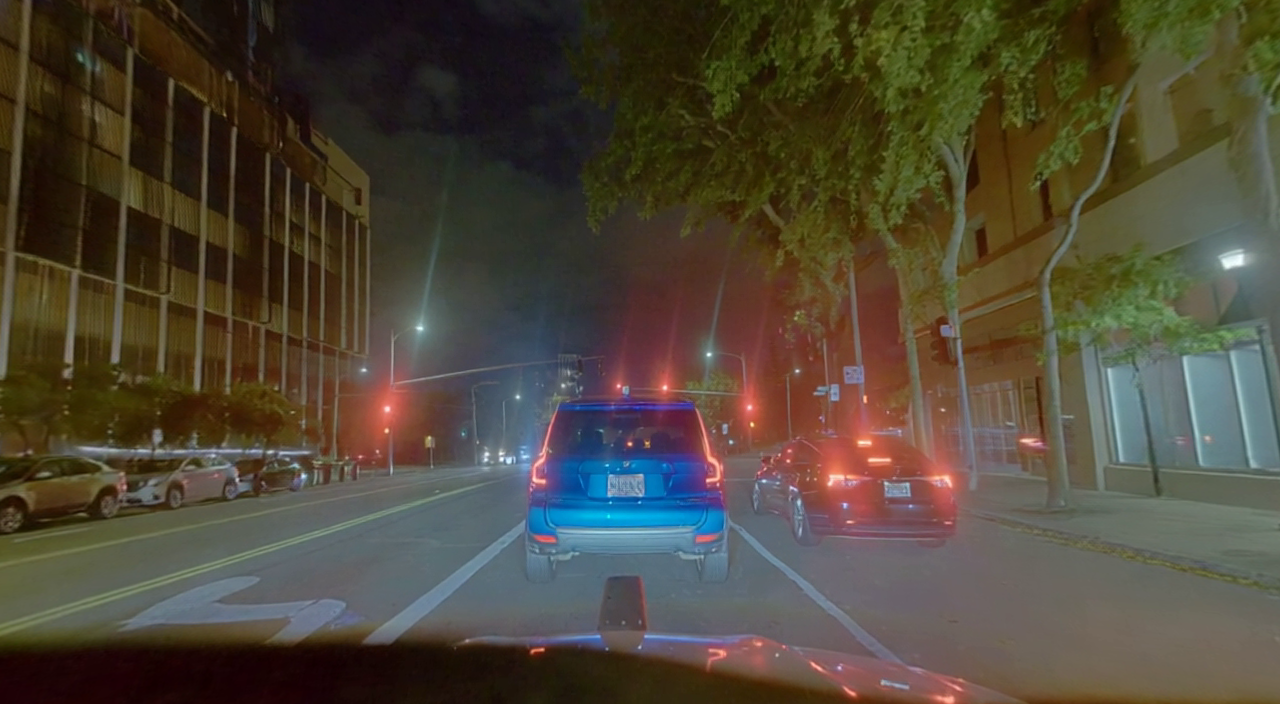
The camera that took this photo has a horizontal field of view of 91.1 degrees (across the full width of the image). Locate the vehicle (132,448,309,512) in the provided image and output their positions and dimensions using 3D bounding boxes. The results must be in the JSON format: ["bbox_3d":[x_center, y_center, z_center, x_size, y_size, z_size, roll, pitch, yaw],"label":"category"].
[{"bbox_3d":[-12.456,3.785,19.138,2.207,1.648,4.675,0,-8,-1],"label":"vehicle"}]

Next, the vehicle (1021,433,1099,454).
[{"bbox_3d":[32.499,7.085,48.601,5.224,1.515,2.164,3,-9,-18],"label":"vehicle"}]

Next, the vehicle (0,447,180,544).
[{"bbox_3d":[-12.531,2.916,13.470,1.891,1.723,4.360,0,-8,1],"label":"vehicle"}]

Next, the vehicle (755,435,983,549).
[{"bbox_3d":[3.294,2.085,10.086,2.056,1.422,4.130,0,-8,-1],"label":"vehicle"}]

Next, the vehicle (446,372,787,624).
[{"bbox_3d":[-0.161,1.365,6.771,2.453,1.816,4.300,0,-8,0],"label":"vehicle"}]

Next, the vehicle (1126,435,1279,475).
[{"bbox_3d":[22.160,4.052,24.965,4.055,1.469,1.848,-4,-9,26],"label":"vehicle"}]
